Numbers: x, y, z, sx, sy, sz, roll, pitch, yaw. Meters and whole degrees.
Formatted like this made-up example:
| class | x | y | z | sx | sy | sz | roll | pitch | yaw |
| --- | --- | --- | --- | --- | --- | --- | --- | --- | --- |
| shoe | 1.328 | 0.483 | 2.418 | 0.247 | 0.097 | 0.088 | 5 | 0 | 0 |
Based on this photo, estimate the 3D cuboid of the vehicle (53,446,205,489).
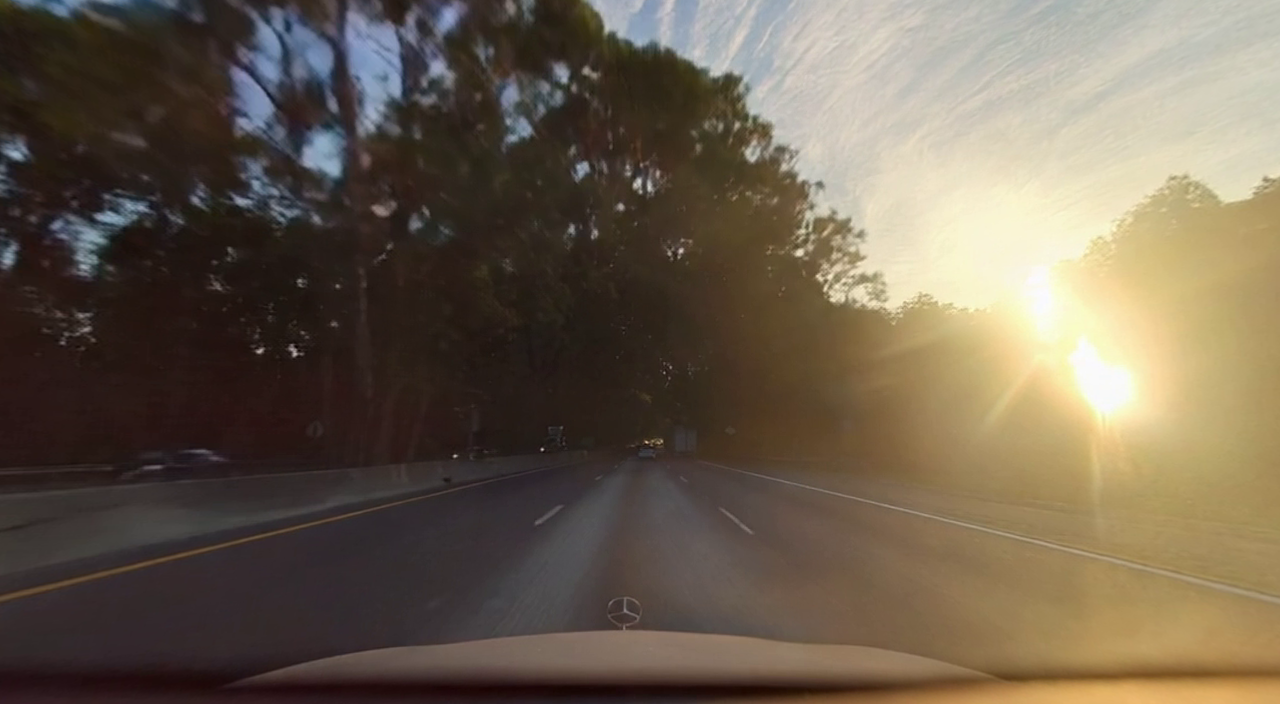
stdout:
| class | x | y | z | sx | sy | sz | roll | pitch | yaw |
| --- | --- | --- | --- | --- | --- | --- | --- | --- | --- |
| vehicle | -18.876 | 4.274 | 23.597 | 2.001 | 1.450 | 4.330 | 0 | -9 | 1 |

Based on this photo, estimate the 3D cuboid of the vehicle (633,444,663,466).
| class | x | y | z | sx | sy | sz | roll | pitch | yaw |
| --- | --- | --- | --- | --- | --- | --- | --- | --- | --- |
| vehicle | 0.564 | 7.396 | 45.329 | 2.023 | 1.434 | 4.236 | 0 | -9 | 1 |
